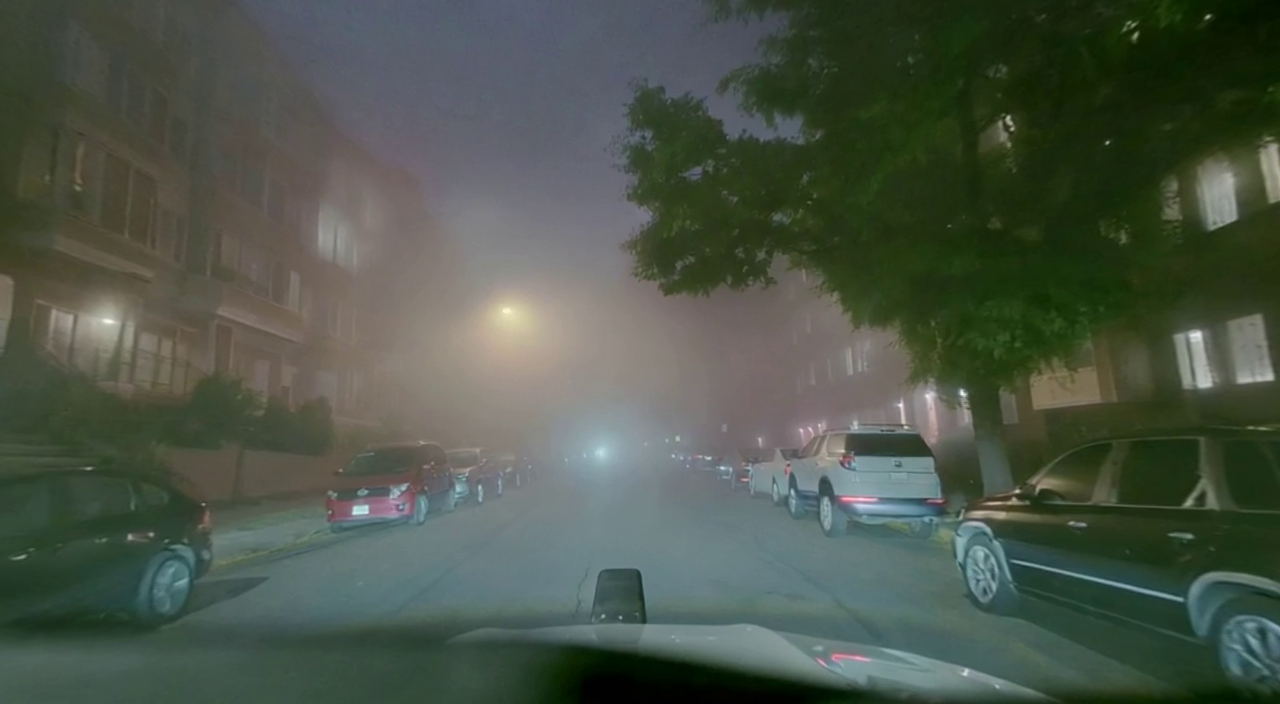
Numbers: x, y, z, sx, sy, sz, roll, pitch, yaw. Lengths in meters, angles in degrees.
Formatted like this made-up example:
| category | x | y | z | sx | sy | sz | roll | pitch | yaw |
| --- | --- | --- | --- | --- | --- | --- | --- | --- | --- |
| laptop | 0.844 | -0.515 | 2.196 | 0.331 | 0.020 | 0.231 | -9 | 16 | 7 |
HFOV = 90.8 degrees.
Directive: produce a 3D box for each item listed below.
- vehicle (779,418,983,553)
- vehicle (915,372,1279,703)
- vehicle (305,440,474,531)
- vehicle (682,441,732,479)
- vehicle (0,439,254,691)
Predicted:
| category | x | y | z | sx | sy | sz | roll | pitch | yaw |
| --- | --- | --- | --- | --- | --- | --- | --- | --- | --- |
| vehicle | 3.824 | 2.174 | 11.070 | 1.911 | 1.835 | 4.599 | 0 | -8 | 2 |
| vehicle | 3.723 | 1.117 | 3.821 | 1.886 | 1.727 | 4.678 | 0 | -8 | -1 |
| vehicle | -5.268 | 2.801 | 13.929 | 2.274 | 1.679 | 3.639 | 0 | -7 | -1 |
| vehicle | 3.373 | 5.518 | 32.740 | 1.912 | 1.781 | 5.159 | 0 | -8 | -1 |
| vehicle | -4.762 | 1.329 | 4.151 | 1.830 | 1.493 | 4.373 | 0 | -8 | -2 |
